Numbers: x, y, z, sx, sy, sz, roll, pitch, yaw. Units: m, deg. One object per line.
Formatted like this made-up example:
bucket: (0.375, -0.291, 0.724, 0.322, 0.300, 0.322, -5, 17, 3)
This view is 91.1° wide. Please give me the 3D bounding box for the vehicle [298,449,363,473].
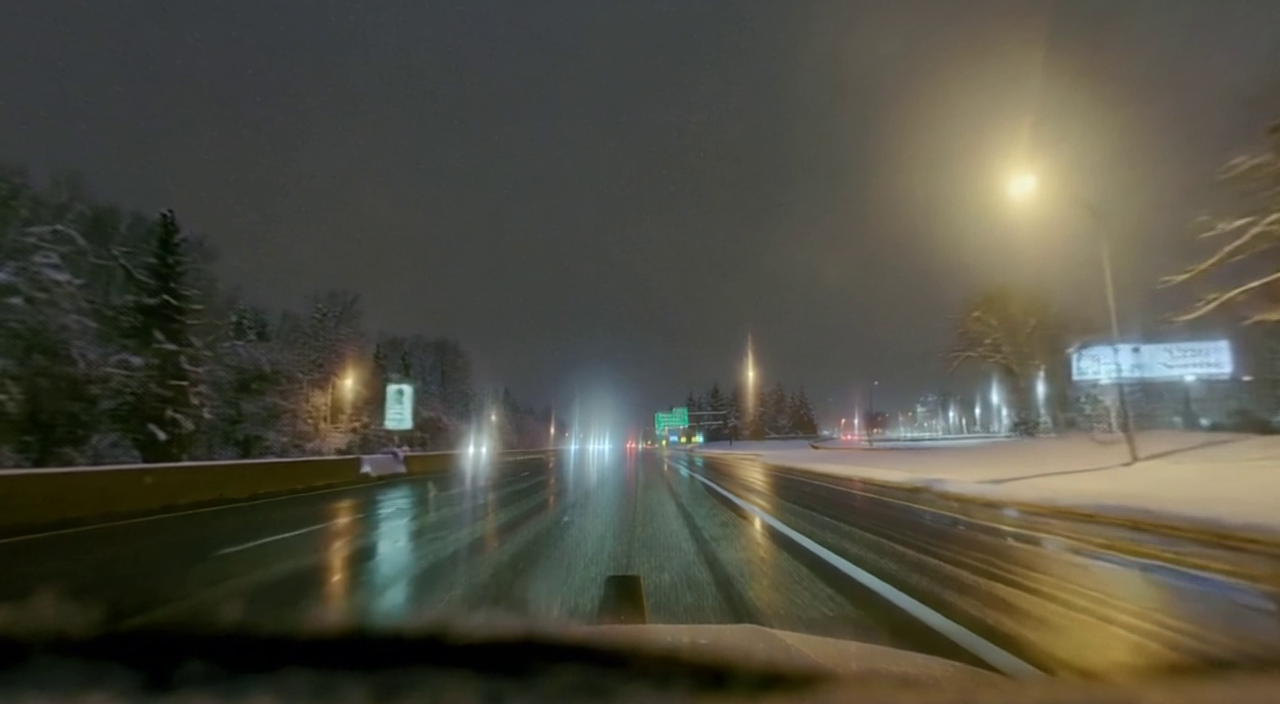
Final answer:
vehicle: (-20.095, 7.077, 41.013, 1.846, 1.473, 4.562, 0, -8, 1)
